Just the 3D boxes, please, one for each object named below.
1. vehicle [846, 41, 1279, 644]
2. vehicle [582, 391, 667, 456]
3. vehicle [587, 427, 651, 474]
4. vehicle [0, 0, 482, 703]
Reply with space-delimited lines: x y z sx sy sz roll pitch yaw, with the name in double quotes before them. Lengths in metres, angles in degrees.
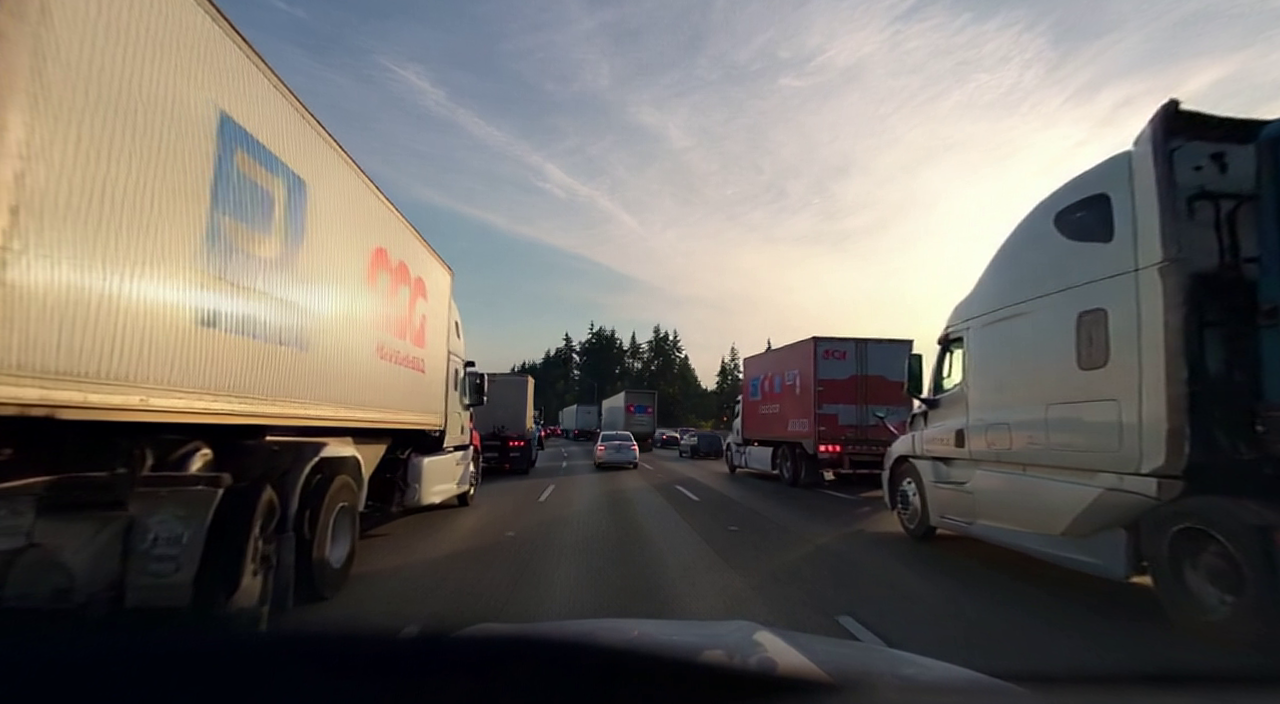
"vehicle" 5.180 0.119 5.805 2.992 3.986 5.841 3 -8 -22
"vehicle" -1.554 5.474 47.149 2.899 4.112 13.912 2 -8 -16
"vehicle" -0.888 3.598 23.262 2.060 1.540 4.374 1 -8 -6
"vehicle" -3.836 0.206 5.818 2.822 3.788 8.799 0 -8 -3
